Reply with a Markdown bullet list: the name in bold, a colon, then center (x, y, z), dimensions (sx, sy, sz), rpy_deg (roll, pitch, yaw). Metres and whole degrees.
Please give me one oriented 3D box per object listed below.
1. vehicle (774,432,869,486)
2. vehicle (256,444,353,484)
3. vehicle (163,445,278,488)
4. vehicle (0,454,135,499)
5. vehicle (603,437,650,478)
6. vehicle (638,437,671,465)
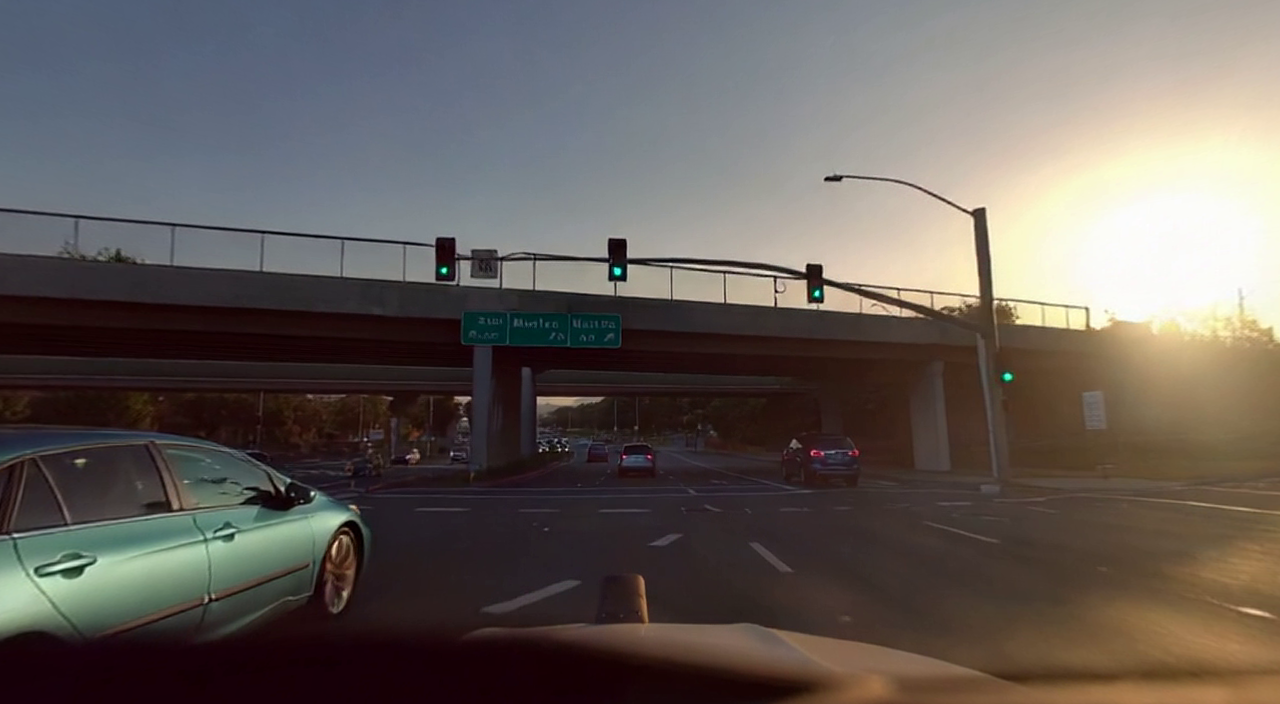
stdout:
- **vehicle**: center (6.491, 3.869, 23.204), dimensions (2.074, 1.785, 4.320), rpy_deg (0, -8, -2)
- **vehicle**: center (-16.374, 5.460, 31.204), dimensions (2.132, 1.664, 4.720), rpy_deg (-2, -8, 2)
- **vehicle**: center (-19.240, 5.214, 29.324), dimensions (1.990, 1.789, 4.973), rpy_deg (0, -8, -2)
- **vehicle**: center (-23.403, 4.994, 25.705), dimensions (1.849, 1.539, 4.665), rpy_deg (0, -8, -1)
- **vehicle**: center (-0.559, 4.989, 30.215), dimensions (2.060, 1.768, 4.681), rpy_deg (0, -8, 1)
- **vehicle**: center (1.128, 7.406, 47.461), dimensions (2.342, 2.026, 4.642), rpy_deg (-1, -8, 3)
